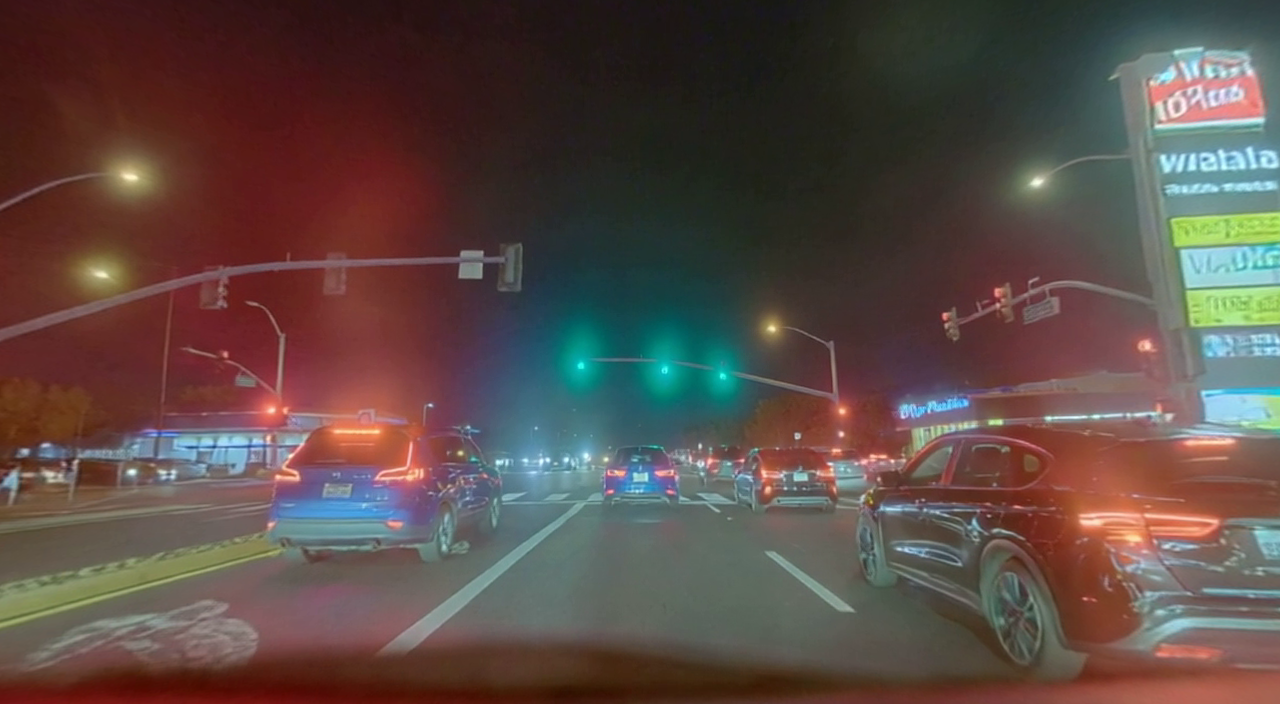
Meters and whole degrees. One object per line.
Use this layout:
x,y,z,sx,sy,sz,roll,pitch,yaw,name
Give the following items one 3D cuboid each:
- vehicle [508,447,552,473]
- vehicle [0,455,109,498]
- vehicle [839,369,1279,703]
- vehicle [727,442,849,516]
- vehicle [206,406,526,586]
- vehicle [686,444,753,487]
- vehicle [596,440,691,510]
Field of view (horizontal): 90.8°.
-7.843,7.714,45.455,2.293,1.777,4.497,0,-9,0,vehicle
-27.633,5.693,29.080,4.314,1.768,2.261,4,-10,-26,vehicle
3.241,1.219,4.719,2.075,1.661,4.401,0,-9,1,vehicle
3.353,2.952,15.191,1.865,1.496,4.170,0,-9,-1,vehicle
-3.254,1.846,8.935,2.257,1.823,4.777,-1,-9,2,vehicle
3.129,4.576,25.776,2.099,1.553,4.279,0,-9,-1,vehicle
0.053,3.105,16.373,2.154,1.577,3.723,0,-9,-1,vehicle
